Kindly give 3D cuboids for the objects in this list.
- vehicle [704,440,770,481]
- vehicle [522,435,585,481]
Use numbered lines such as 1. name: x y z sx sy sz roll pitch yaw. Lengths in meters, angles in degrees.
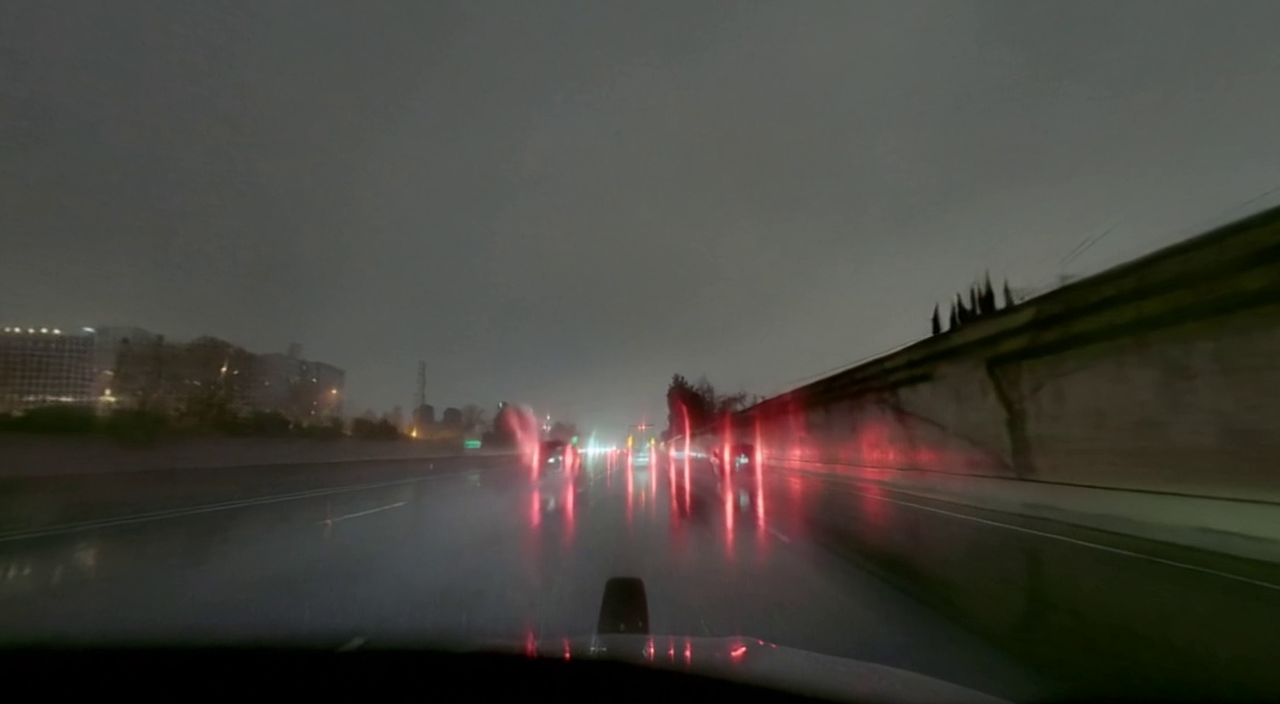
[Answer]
1. vehicle: 3.972 4.538 26.563 1.973 1.536 4.337 0 -9 -1
2. vehicle: -3.675 4.610 27.608 2.014 1.811 4.369 -1 -9 2
